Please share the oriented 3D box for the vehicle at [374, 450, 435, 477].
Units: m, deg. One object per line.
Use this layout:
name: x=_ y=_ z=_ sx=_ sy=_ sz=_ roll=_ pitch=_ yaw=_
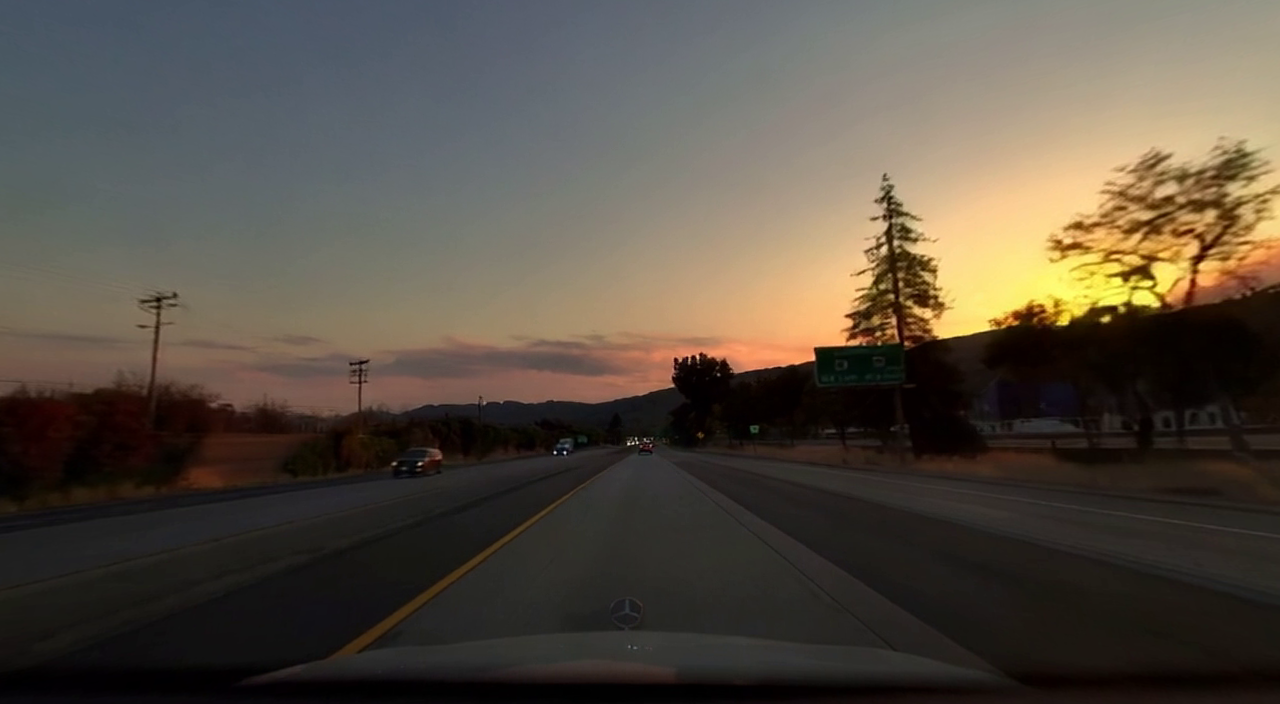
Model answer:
vehicle: x=-13.752 y=6.525 z=37.135 sx=1.847 sy=1.458 sz=4.352 roll=0 pitch=-8 yaw=1
